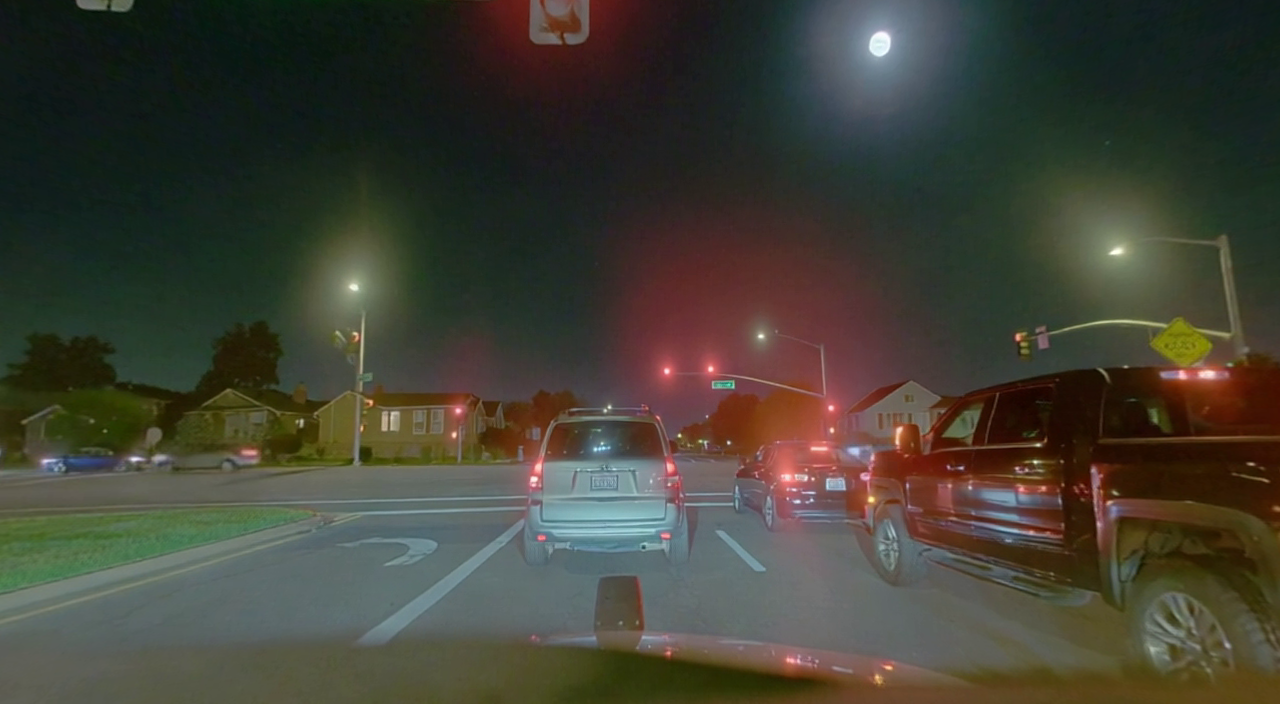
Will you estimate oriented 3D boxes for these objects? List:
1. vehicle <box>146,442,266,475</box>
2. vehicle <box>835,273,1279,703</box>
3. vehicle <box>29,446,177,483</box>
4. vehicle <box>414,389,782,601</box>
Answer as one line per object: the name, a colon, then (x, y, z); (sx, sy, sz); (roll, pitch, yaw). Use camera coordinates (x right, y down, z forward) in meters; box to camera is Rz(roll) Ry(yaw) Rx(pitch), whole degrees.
vehicle: (-21.059, 5.167, 30.820); (4.404, 1.534, 1.704); (1, -8, -9)
vehicle: (2.976, 0.947, 3.869); (1.886, 1.849, 5.070); (0, -8, -1)
vehicle: (-22.867, 4.786, 27.075); (4.533, 1.350, 1.714); (0, -7, -9)
vehicle: (-0.285, 1.396, 6.681); (3.379, 1.780, 1.915); (-2, -8, 11)
